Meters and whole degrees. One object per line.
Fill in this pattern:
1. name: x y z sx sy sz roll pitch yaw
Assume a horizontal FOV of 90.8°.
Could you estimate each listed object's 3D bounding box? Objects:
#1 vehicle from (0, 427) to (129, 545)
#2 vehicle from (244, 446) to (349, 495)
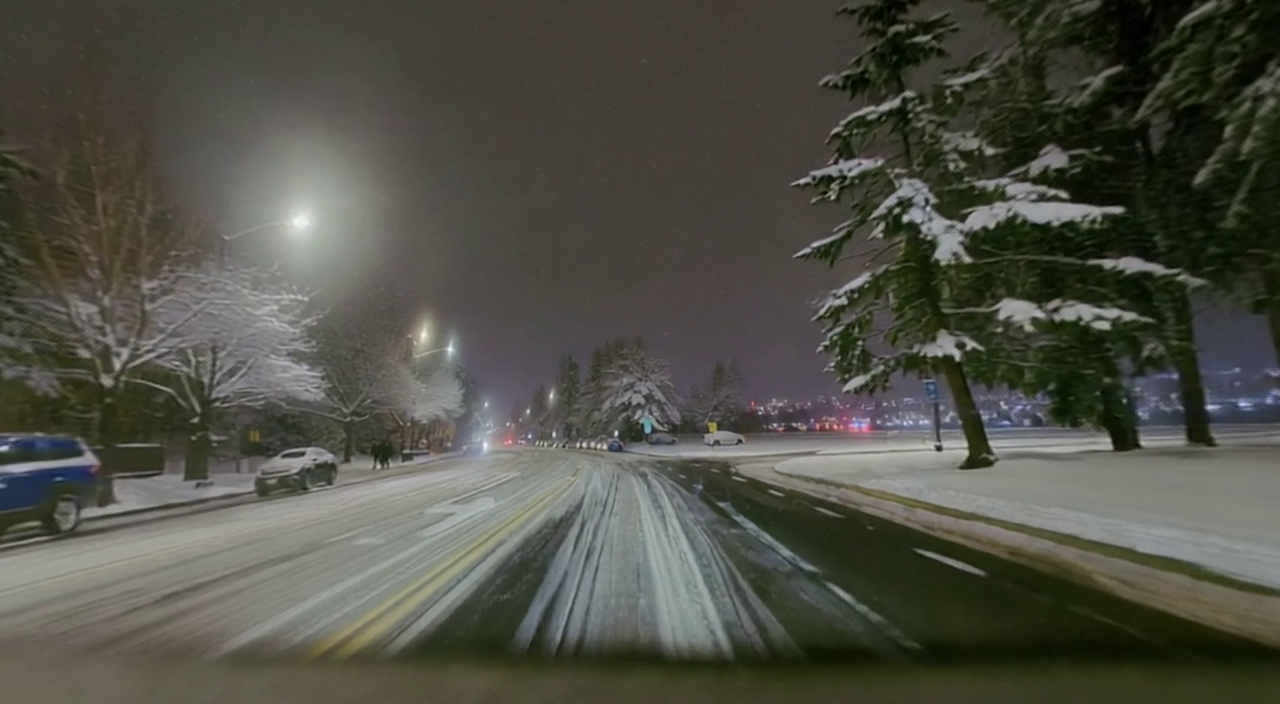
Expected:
1. vehicle: -12.946 2.598 12.027 2.314 2.144 5.403 -4 -7 -5
2. vehicle: -13.917 4.809 25.967 2.090 1.680 4.434 -3 -9 -4
